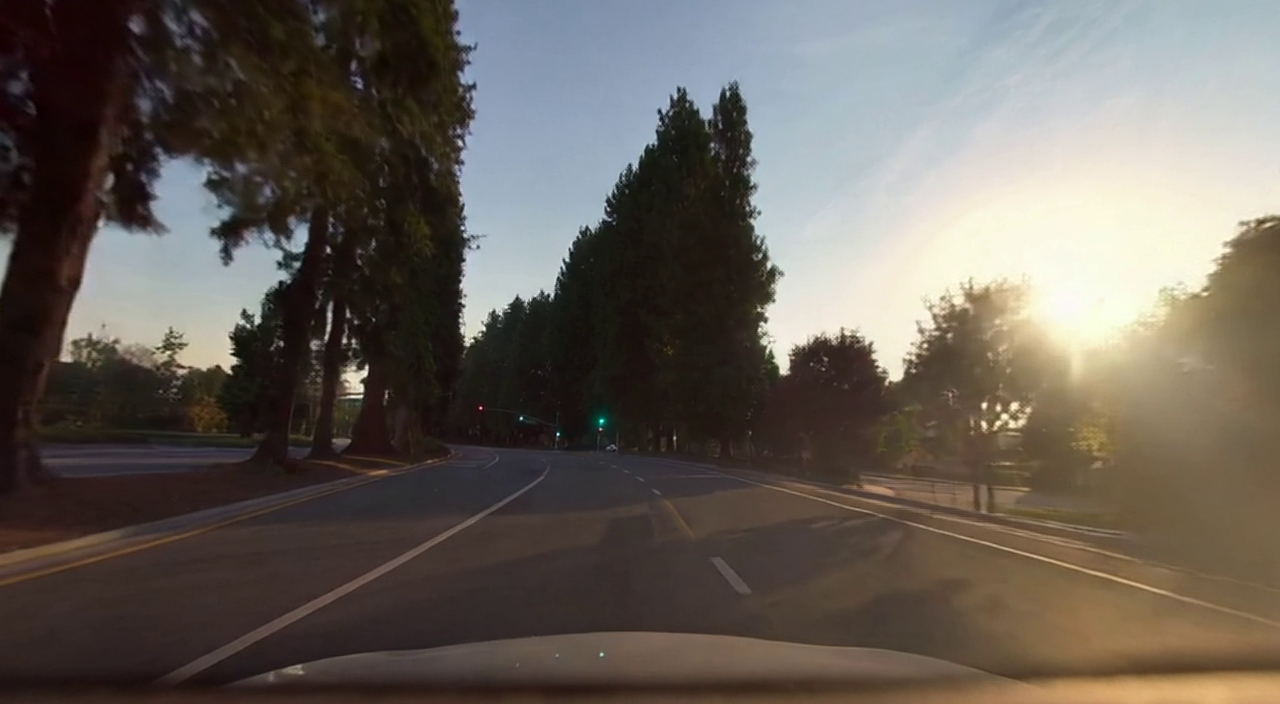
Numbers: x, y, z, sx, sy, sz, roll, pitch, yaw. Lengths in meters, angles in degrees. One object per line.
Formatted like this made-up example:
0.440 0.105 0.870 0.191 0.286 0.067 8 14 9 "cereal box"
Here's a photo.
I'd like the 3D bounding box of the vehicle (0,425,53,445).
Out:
-49.240 6.559 49.712 3.885 1.507 1.980 2 -9 -16 "vehicle"
